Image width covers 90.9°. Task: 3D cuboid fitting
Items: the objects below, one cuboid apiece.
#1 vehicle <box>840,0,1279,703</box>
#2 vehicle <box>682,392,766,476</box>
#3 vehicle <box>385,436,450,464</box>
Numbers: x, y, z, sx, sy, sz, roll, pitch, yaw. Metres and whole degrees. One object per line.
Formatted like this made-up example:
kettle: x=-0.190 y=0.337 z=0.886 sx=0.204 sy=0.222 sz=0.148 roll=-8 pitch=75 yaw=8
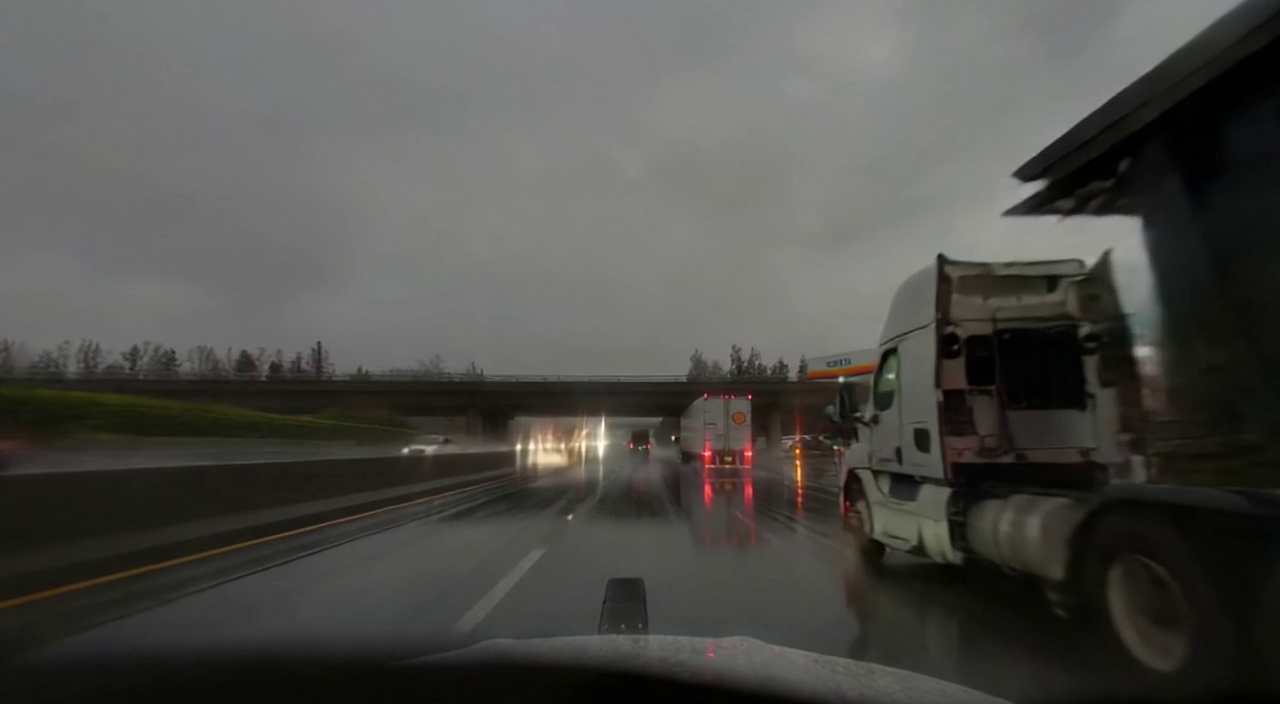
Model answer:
vehicle: x=4.023 y=0.116 z=4.679 sx=3.007 sy=3.965 sz=5.971 roll=0 pitch=-9 yaw=0
vehicle: x=4.466 y=4.989 z=37.270 sx=2.881 sy=3.995 sz=14.382 roll=0 pitch=-9 yaw=-1
vehicle: x=-12.281 y=5.456 z=35.105 sx=1.939 sy=1.454 sz=4.448 roll=0 pitch=-9 yaw=0
